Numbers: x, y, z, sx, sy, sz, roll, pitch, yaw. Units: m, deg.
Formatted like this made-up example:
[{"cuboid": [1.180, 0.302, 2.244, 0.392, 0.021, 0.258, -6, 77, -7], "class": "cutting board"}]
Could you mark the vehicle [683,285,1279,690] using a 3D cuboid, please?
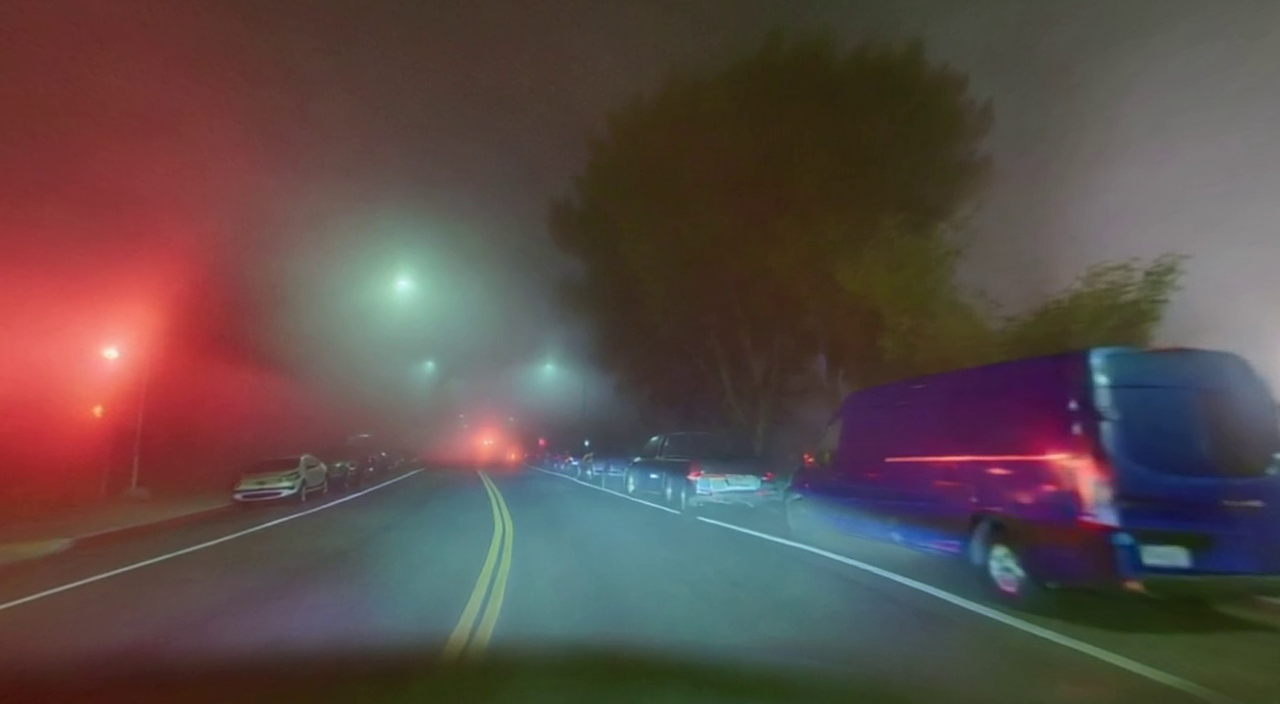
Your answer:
[{"cuboid": [3.454, 1.530, 8.750, 3.041, 2.164, 10.370, 1, -9, -11], "class": "vehicle"}]

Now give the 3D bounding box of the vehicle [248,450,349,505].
[{"cuboid": [-10.812, 3.947, 20.296, 1.950, 1.489, 4.214, 1, -9, -16], "class": "vehicle"}]

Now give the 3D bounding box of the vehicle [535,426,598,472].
[{"cuboid": [-5.158, 6.657, 43.378, 3.089, 2.882, 6.770, 2, -9, -17], "class": "vehicle"}]

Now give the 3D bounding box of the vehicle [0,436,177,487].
[{"cuboid": [-20.292, 4.051, 23.420, 4.422, 1.689, 2.021, 0, -9, -9], "class": "vehicle"}]
